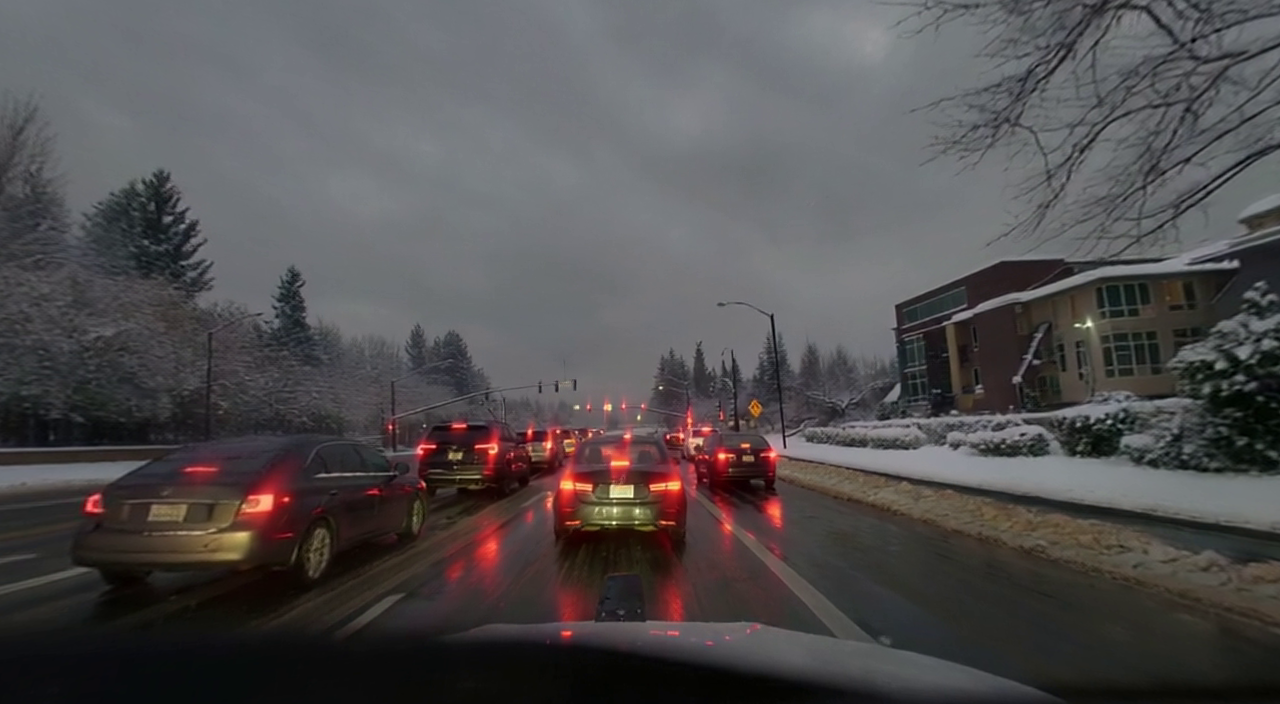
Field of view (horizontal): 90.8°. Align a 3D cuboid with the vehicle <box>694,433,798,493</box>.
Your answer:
[{"bbox_3d":[2.812,3.059,17.817,1.978,1.452,4.381,0,-8,-3],"label":"vehicle"}]

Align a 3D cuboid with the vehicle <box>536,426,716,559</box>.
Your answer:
[{"bbox_3d":[-0.227,1.875,9.162,2.007,1.467,4.059,0,-8,-2],"label":"vehicle"}]

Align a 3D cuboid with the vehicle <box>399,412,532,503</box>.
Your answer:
[{"bbox_3d":[-4.037,2.531,15.507,2.054,1.881,4.469,0,-8,-1],"label":"vehicle"}]

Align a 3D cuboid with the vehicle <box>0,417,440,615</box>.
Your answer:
[{"bbox_3d":[-3.865,1.543,6.907,1.985,1.467,4.224,0,-8,-1],"label":"vehicle"}]
